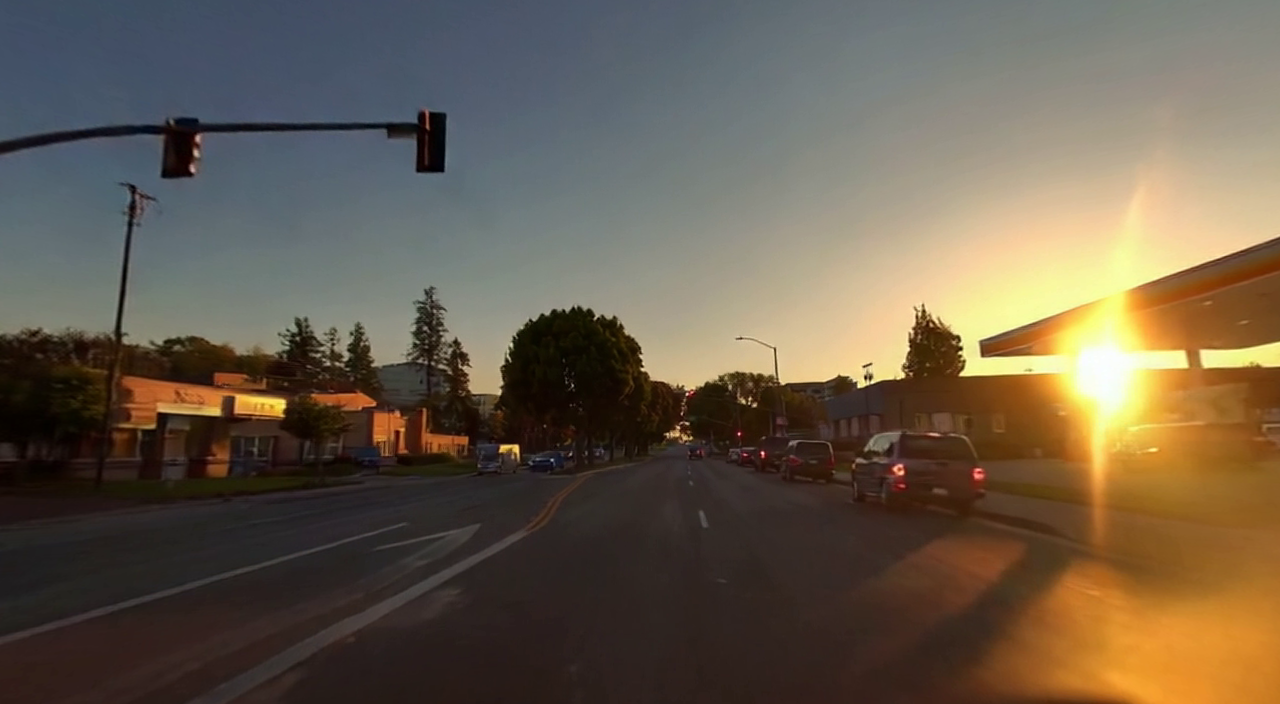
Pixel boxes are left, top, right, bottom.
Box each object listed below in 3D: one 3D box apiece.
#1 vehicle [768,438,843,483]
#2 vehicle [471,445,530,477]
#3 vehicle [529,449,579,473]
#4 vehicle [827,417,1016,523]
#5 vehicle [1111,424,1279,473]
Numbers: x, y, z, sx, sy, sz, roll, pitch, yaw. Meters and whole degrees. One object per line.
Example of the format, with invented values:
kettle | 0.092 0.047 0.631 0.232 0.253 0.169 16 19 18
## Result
vehicle | 6.812 4.526 26.667 1.995 1.720 5.067 0 -9 2
vehicle | -9.420 7.384 43.141 2.214 1.994 5.721 -1 -9 5
vehicle | -5.901 7.554 44.030 2.007 1.606 4.764 -2 -9 11
vehicle | 5.832 2.513 13.990 2.194 1.896 5.049 -1 -9 5
vehicle | 18.922 3.234 21.185 4.421 1.548 2.061 -1 -9 6
